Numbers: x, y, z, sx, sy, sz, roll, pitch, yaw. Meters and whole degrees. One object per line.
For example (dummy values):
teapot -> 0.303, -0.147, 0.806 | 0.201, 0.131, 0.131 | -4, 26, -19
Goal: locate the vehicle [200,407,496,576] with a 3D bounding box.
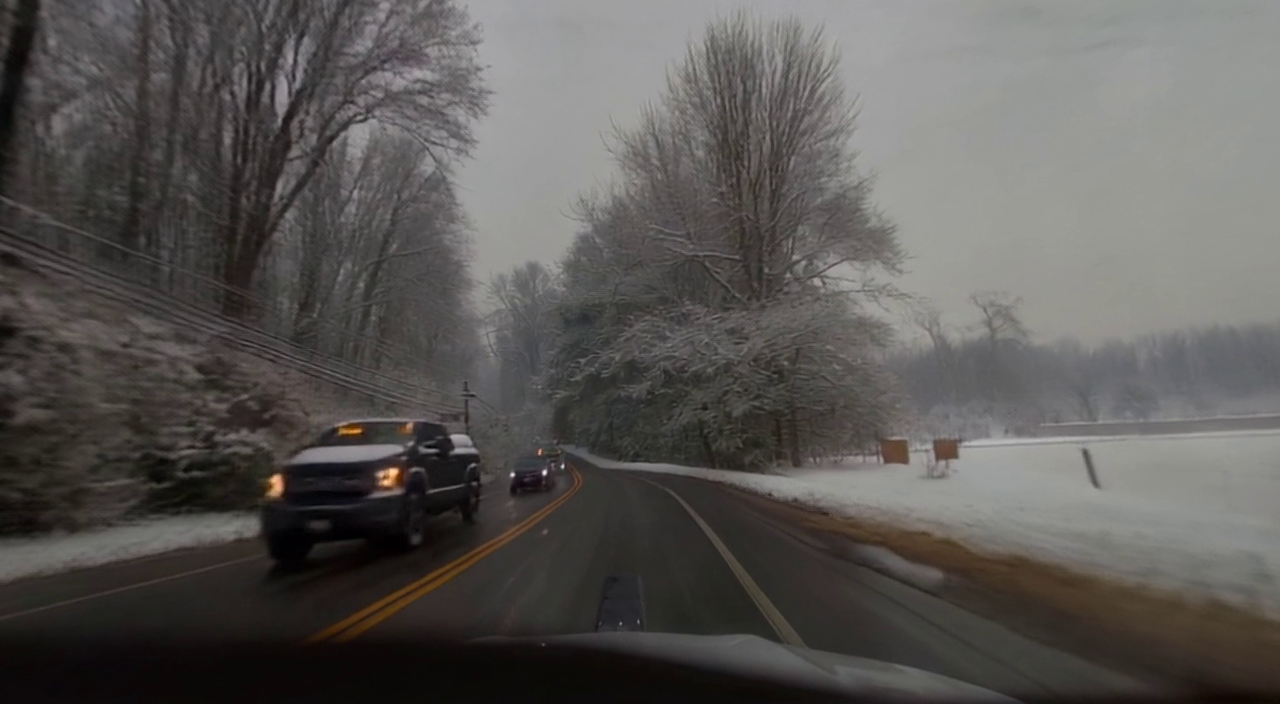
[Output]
vehicle -> -4.027, 2.056, 10.078 | 2.221, 1.969, 5.153 | 0, -9, 0

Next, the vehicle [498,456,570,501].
vehicle -> -3.769, 4.576, 23.252 | 2.032, 1.444, 4.164 | 0, -9, -1
